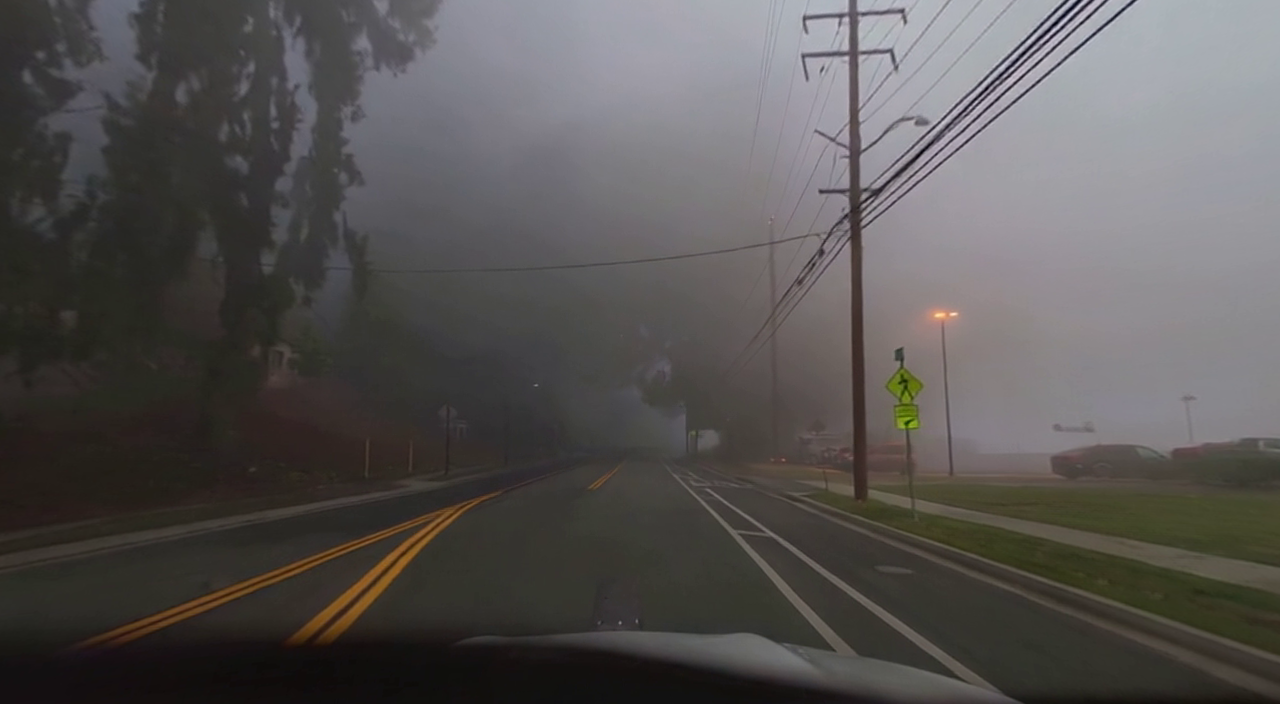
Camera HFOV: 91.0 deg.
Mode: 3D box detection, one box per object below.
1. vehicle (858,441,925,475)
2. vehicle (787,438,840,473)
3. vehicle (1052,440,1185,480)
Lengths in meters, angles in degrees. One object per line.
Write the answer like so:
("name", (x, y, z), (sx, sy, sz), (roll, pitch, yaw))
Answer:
("vehicle", (13.648, 5.789, 34.443), (1.935, 1.683, 4.669), (0, -9, 3))
("vehicle", (10.379, 6.223, 38.035), (1.912, 1.953, 4.651), (0, -9, 0))
("vehicle", (21.141, 4.755, 27.969), (3.943, 1.664, 2.391), (0, -8, -1))
